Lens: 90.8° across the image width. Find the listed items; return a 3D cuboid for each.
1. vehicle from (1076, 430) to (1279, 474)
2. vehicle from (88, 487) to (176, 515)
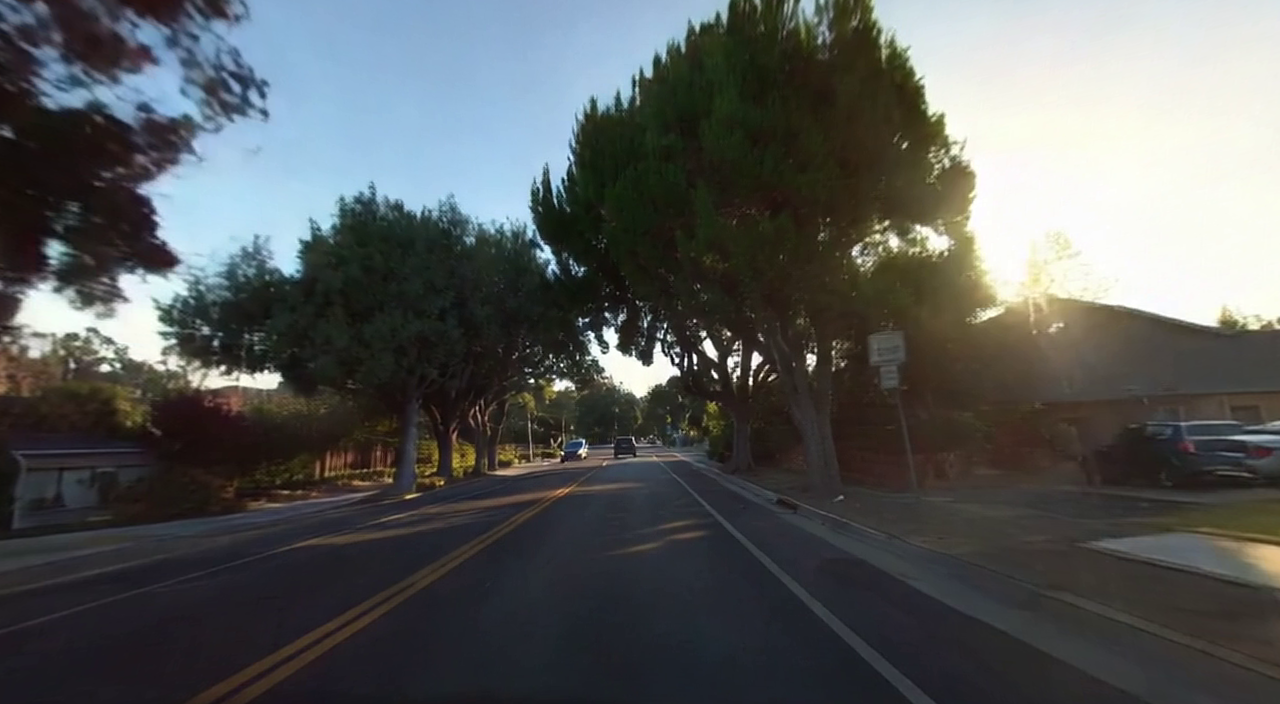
[{"bbox_3d":[14.558,2.725,17.335,1.987,1.039,4.499,0,-9,0],"label":"vehicle"},{"bbox_3d":[-29.385,8.612,36.589,3.675,1.432,1.636,-1,-9,3],"label":"vehicle"}]
